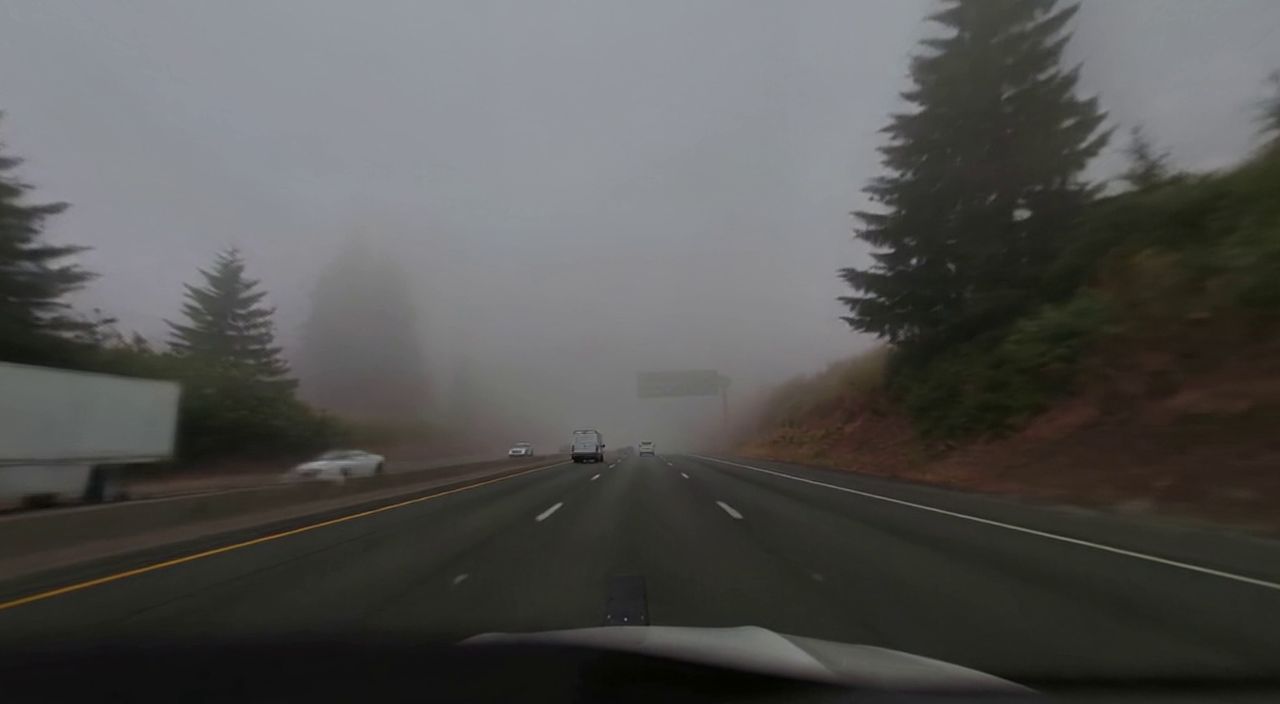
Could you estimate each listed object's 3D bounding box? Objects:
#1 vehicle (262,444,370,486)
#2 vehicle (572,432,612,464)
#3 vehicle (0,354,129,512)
[{"bbox_3d":[-12.812,4.454,25.245,1.994,1.519,4.317,0,-8,1],"label":"vehicle"},{"bbox_3d":[-3.219,6.589,43.262,2.286,2.011,4.452,0,-8,1],"label":"vehicle"},{"bbox_3d":[-17.186,1.799,14.141,2.987,3.827,9.899,0,-8,0],"label":"vehicle"}]
